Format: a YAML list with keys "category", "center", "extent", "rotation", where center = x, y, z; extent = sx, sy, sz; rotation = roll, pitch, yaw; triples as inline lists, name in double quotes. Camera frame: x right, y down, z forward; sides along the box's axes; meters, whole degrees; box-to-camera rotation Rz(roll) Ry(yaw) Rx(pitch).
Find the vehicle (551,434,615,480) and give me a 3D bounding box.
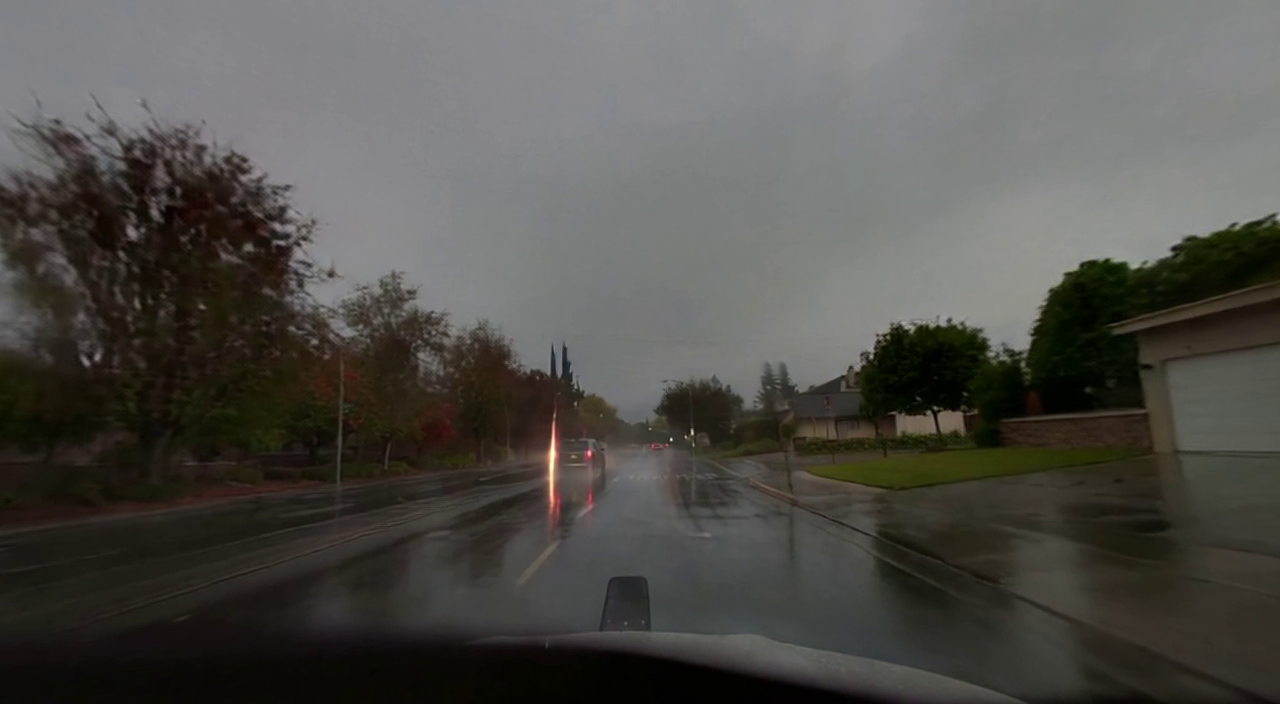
- category: "vehicle"
  center: [-2.312, 4.405, 26.703]
  extent: [2.190, 1.766, 4.394]
  rotation: [0, -8, 2]
